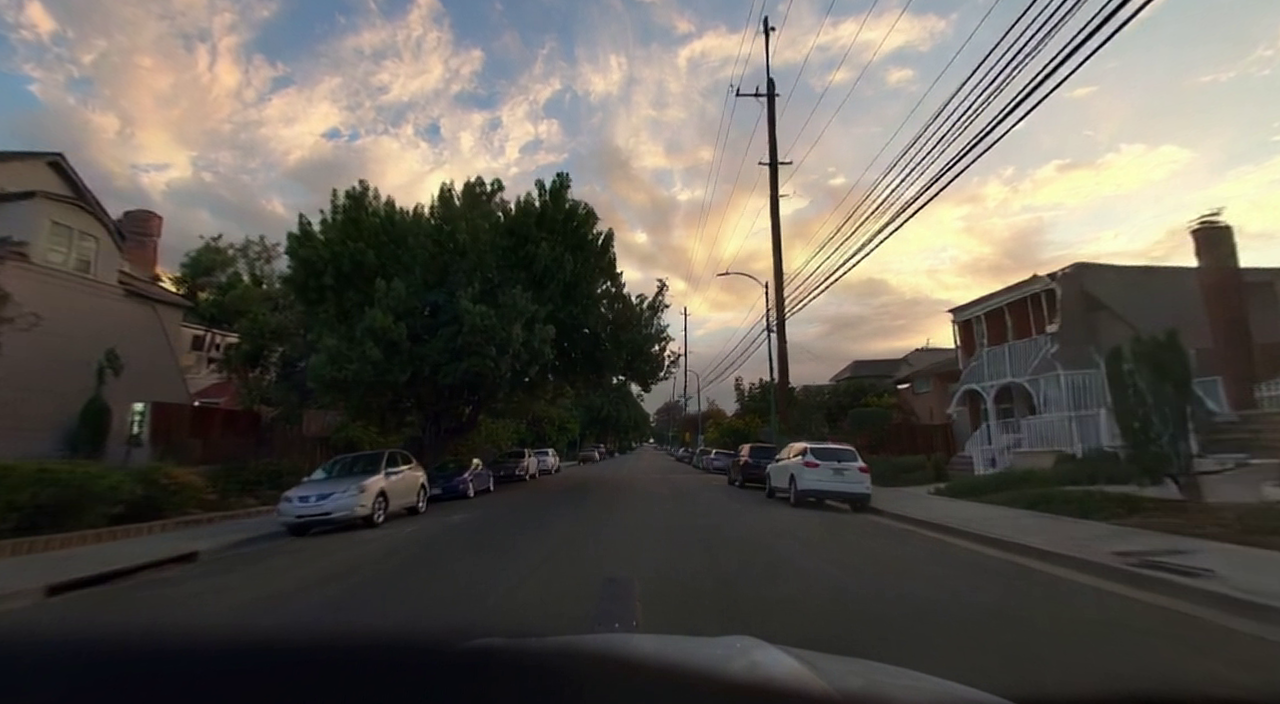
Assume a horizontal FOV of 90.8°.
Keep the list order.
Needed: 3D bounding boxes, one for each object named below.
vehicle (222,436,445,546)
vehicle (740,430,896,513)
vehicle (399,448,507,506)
[{"bbox_3d":[-5.396,2.464,11.999,1.971,1.648,4.638,0,-9,-1],"label":"vehicle"},{"bbox_3d":[4.601,3.219,17.670,2.462,1.894,6.076,0,-9,-1],"label":"vehicle"},{"bbox_3d":[-5.393,3.638,18.818,1.856,1.499,4.216,0,-9,1],"label":"vehicle"}]
